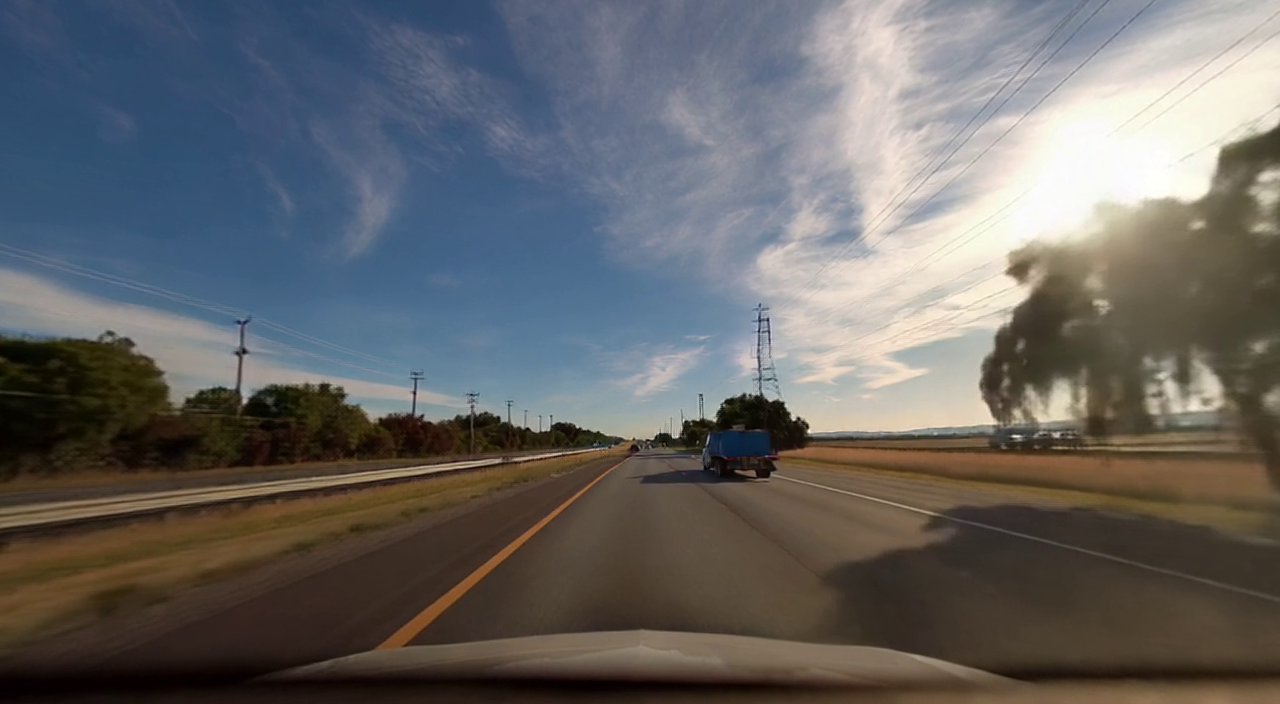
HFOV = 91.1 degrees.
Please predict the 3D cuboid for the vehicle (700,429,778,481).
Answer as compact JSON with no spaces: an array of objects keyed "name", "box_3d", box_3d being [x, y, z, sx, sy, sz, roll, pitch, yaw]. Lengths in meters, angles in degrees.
[{"name":"vehicle","box_3d":[3.816,4.100,25.328,2.228,1.852,5.449,0,-8,0]}]
